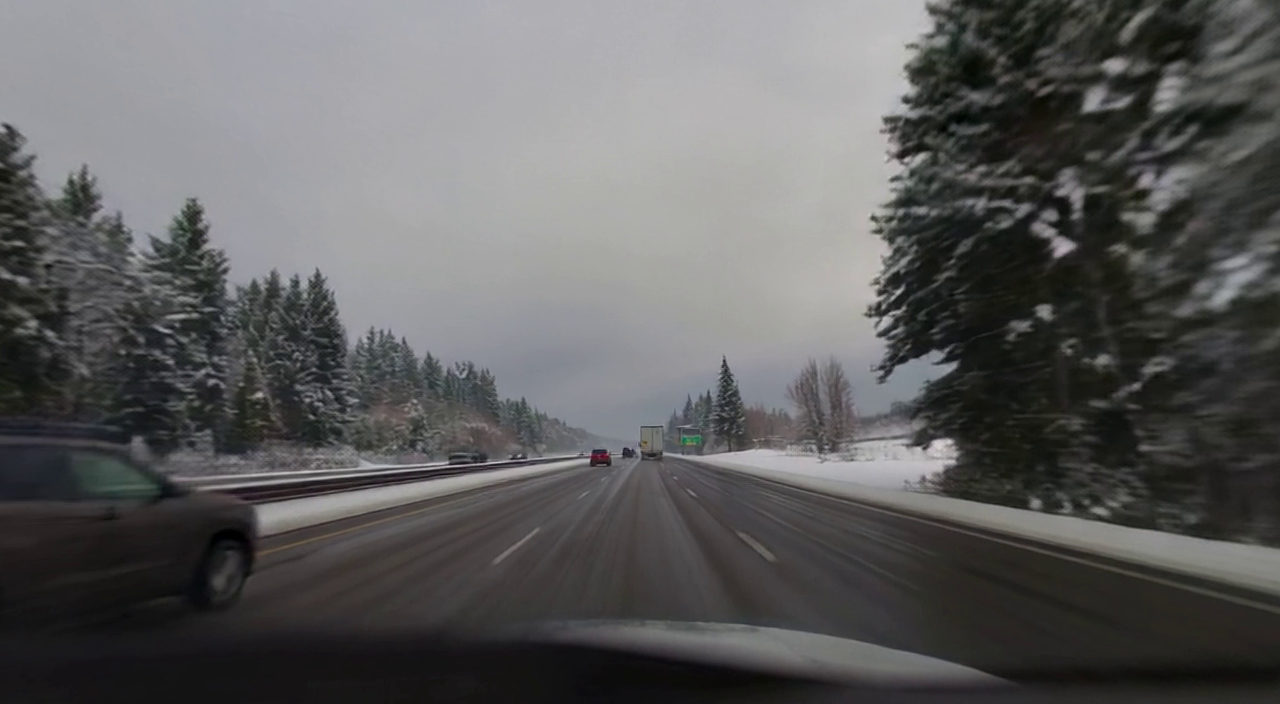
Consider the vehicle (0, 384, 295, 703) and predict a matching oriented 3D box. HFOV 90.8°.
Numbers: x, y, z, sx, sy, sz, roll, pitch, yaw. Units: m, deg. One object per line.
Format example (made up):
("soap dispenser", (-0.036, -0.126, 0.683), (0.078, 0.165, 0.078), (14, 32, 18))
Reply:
("vehicle", (-3.933, 1.001, 3.090), (2.057, 1.618, 4.212), (0, -9, 0))
